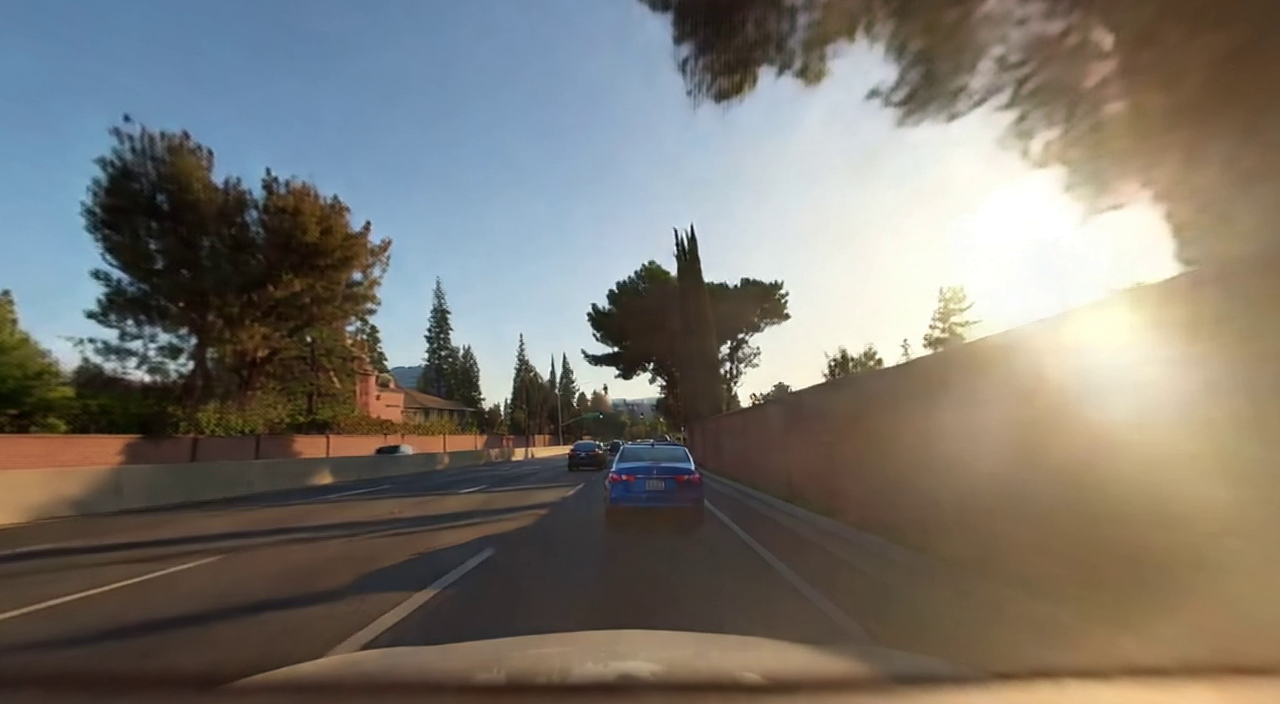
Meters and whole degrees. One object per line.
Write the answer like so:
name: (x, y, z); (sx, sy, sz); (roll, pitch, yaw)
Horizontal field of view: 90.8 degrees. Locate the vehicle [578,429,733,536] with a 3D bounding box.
vehicle: (0.195, 2.184, 11.235); (2.205, 1.509, 4.272); (0, -8, -1)
